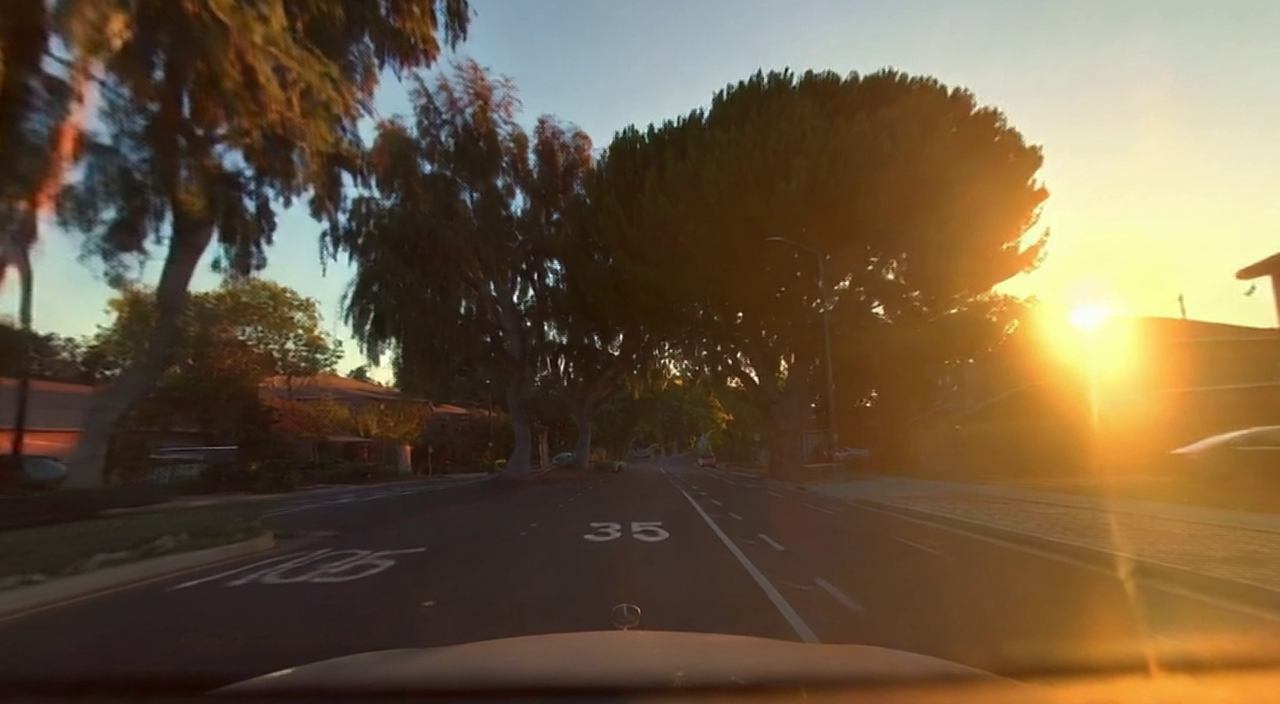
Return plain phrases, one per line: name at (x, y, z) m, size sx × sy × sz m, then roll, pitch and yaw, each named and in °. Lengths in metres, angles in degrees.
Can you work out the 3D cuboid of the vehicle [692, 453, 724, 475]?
vehicle at (5.193, 8.622, 48.840) m, size 1.904 × 1.475 × 4.386 m, roll 0°, pitch -8°, yaw -1°
